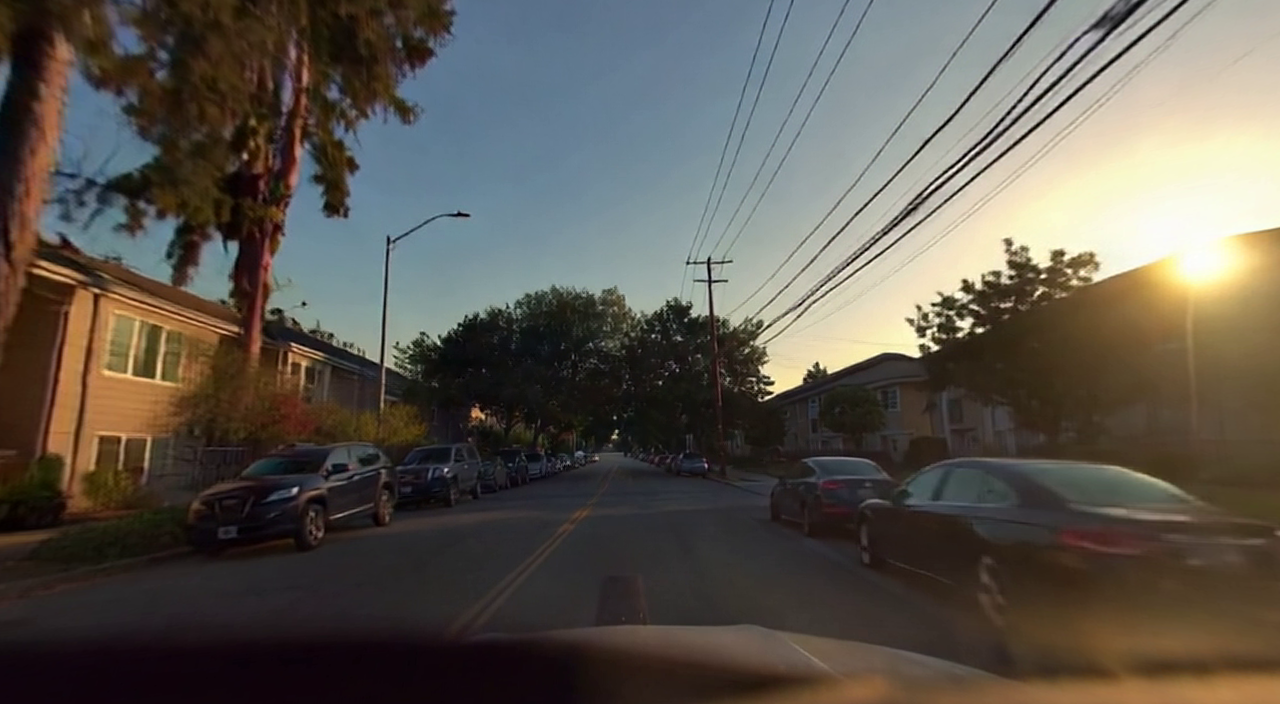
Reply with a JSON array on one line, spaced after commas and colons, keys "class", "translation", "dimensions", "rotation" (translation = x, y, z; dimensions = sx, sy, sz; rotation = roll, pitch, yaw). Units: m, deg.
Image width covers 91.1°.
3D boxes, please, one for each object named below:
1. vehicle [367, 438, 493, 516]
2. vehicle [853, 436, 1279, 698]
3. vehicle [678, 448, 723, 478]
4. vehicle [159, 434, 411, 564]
[{"class": "vehicle", "translation": [-6.361, 3.805, 19.852], "dimensions": [2.120, 1.989, 5.616], "rotation": [-3, -8, -1]}, {"class": "vehicle", "translation": [3.803, 1.614, 6.029], "dimensions": [1.868, 1.494, 4.652], "rotation": [0, -9, 0]}, {"class": "vehicle", "translation": [3.662, 6.811, 38.783], "dimensions": [2.328, 1.730, 4.225], "rotation": [0, -9, 0]}, {"class": "vehicle", "translation": [-6.294, 2.574, 12.012], "dimensions": [2.056, 1.876, 4.824], "rotation": [-2, -8, -1]}]
